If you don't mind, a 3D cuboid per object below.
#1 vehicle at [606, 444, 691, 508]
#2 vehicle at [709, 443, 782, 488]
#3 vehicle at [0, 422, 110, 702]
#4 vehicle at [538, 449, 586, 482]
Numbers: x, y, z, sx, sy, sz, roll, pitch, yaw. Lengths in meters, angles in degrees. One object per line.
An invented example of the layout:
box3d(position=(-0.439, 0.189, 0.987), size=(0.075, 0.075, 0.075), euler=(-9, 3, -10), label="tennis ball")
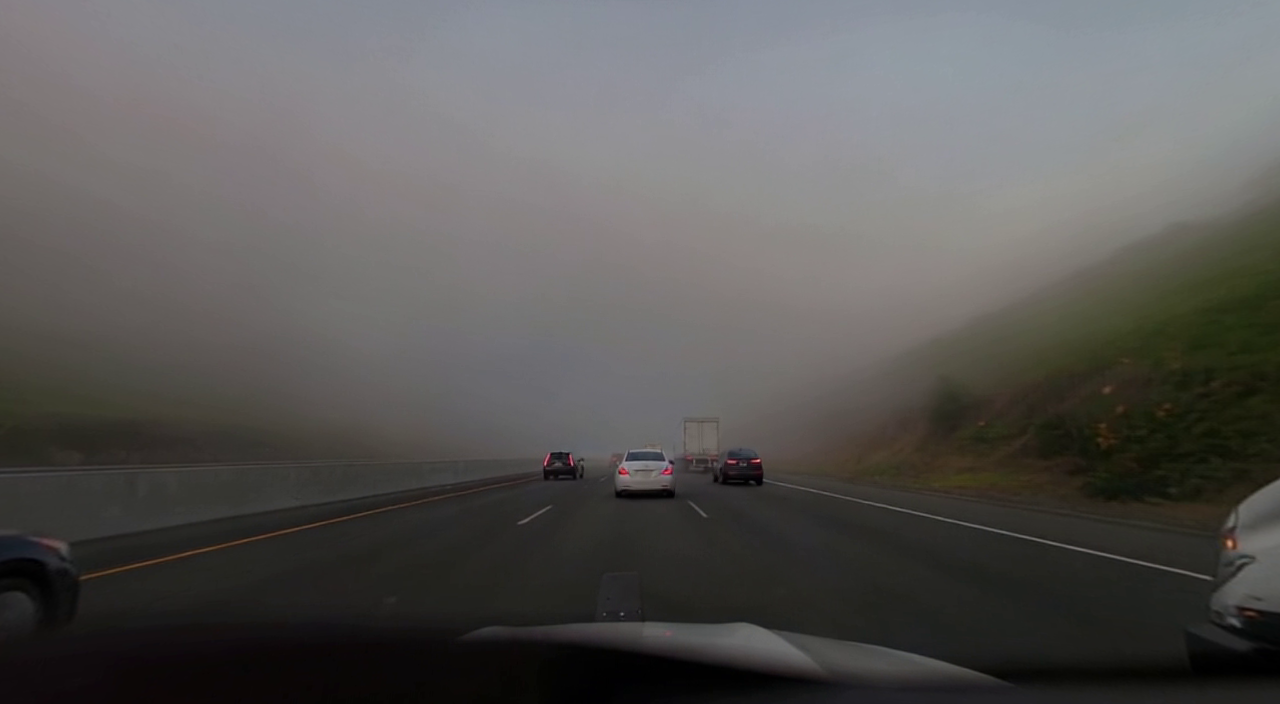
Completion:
box3d(position=(0.217, 3.254, 16.912), size=(2.041, 1.484, 3.535), euler=(0, -9, 0), label="vehicle")
box3d(position=(4.048, 4.460, 25.035), size=(2.029, 1.579, 4.484), euler=(0, -9, -1), label="vehicle")
box3d(position=(-4.450, 0.891, 1.835), size=(1.920, 1.506, 4.454), euler=(0, -9, 0), label="vehicle")
box3d(position=(-3.787, 5.579, 31.214), size=(1.848, 1.486, 3.832), euler=(0, -9, 1), label="vehicle")
